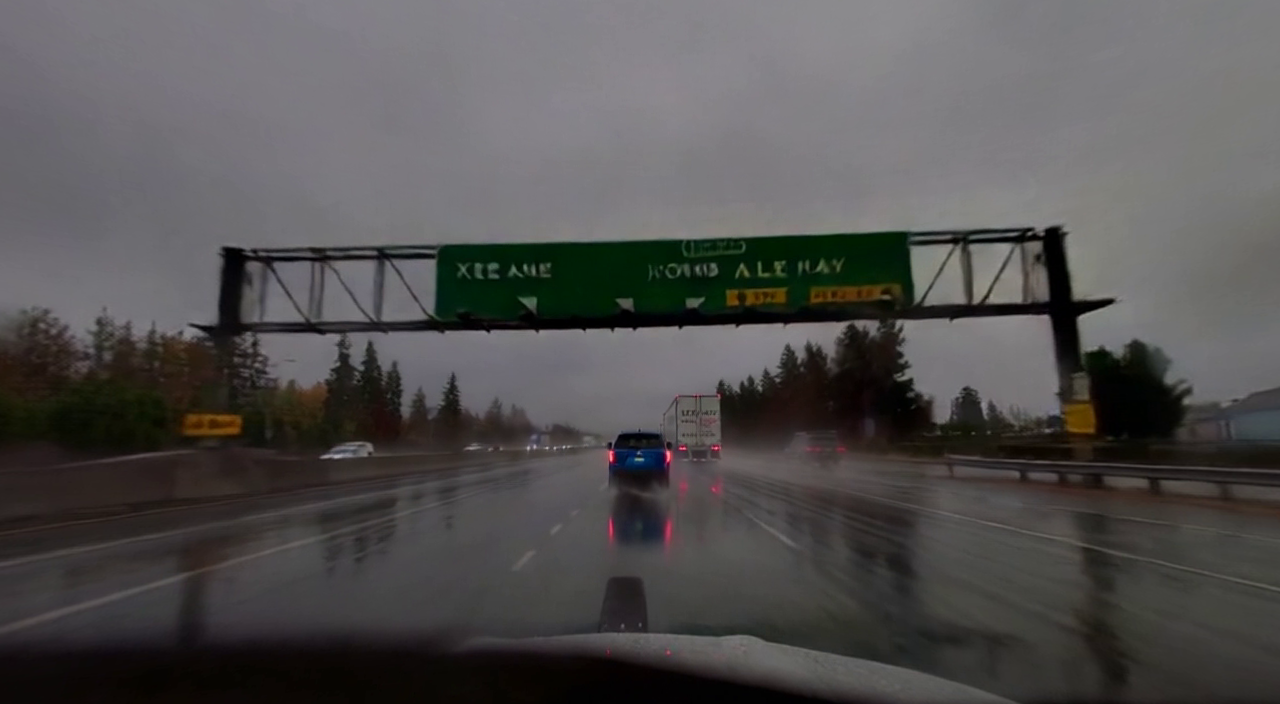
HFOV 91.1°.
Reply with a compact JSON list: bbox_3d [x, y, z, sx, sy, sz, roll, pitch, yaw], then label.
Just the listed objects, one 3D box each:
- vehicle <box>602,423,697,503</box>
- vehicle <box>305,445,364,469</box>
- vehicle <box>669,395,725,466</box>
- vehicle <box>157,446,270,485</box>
[{"bbox_3d":[0.233,2.723,15.749,2.054,1.706,4.201,0,-8,1],"label":"vehicle"},{"bbox_3d":[-22.074,7.584,45.579,1.906,1.591,4.494,0,-8,1],"label":"vehicle"},{"bbox_3d":[3.695,5.766,44.957,2.909,4.135,15.820,0,-8,1],"label":"vehicle"},{"bbox_3d":[-18.642,4.942,27.736,1.902,1.557,4.326,0,-8,1],"label":"vehicle"}]
